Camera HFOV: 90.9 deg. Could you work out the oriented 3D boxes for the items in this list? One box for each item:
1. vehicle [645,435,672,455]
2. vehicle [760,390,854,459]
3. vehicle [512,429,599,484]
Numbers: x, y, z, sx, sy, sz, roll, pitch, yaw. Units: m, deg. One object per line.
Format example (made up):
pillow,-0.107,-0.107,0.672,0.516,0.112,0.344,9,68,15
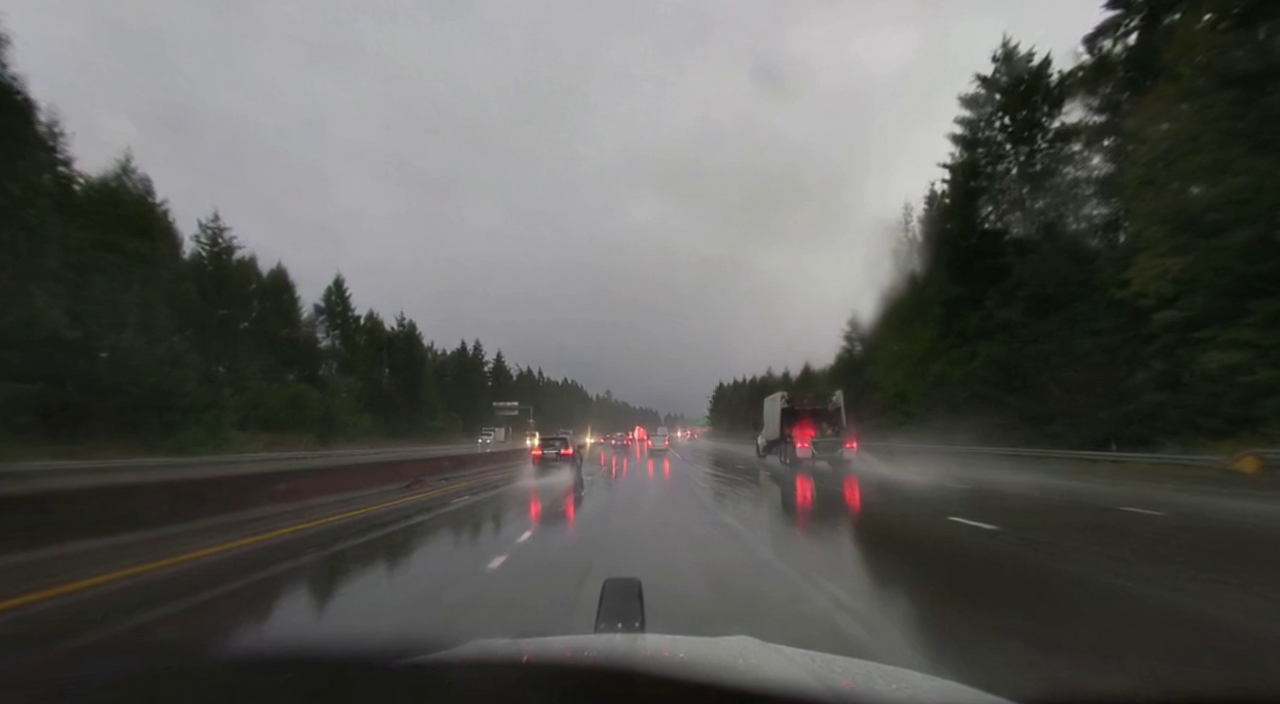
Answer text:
vehicle,1.422,7.250,49.333,2.004,1.465,3.842,0,-8,1
vehicle,10.509,4.815,41.072,2.999,3.901,10.127,0,-8,-2
vehicle,-2.659,3.394,20.945,2.137,1.618,4.209,0,-8,2
